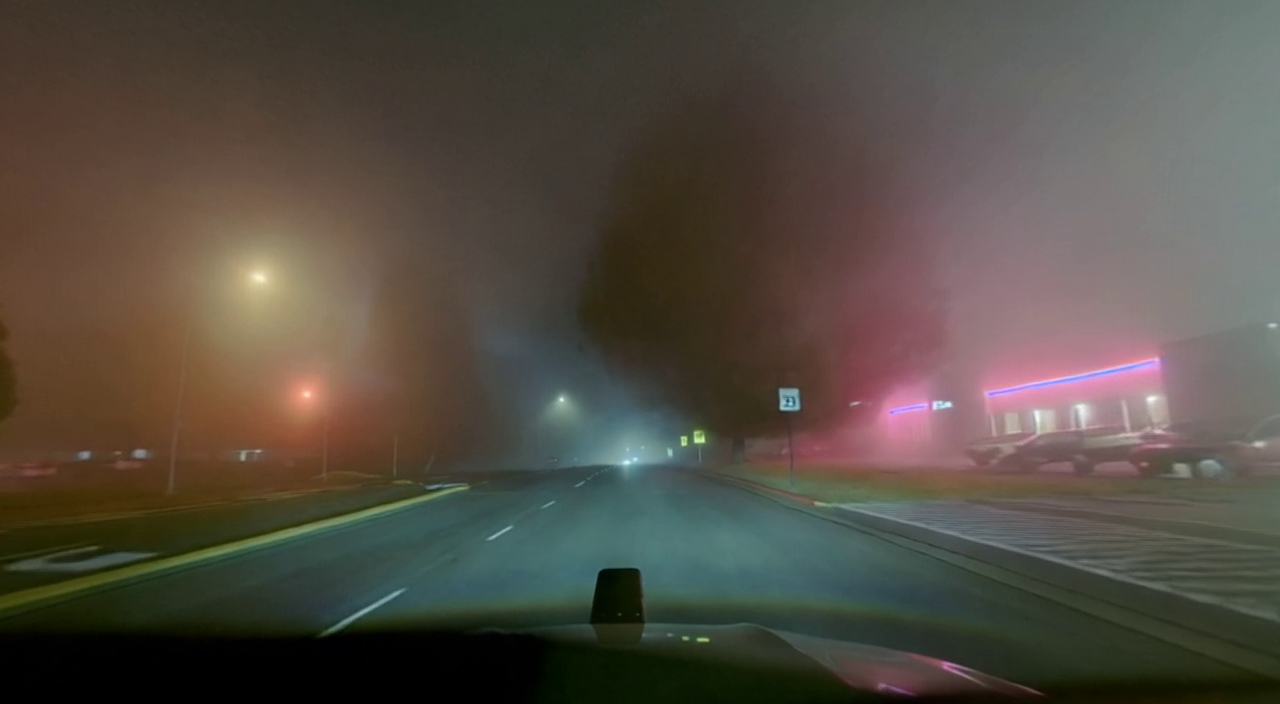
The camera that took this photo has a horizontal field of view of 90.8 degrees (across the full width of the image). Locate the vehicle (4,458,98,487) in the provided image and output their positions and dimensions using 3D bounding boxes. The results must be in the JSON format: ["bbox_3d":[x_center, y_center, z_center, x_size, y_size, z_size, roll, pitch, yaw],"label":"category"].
[{"bbox_3d":[-41.563,8.504,44.737,2.105,1.834,4.518,0,-8,3],"label":"vehicle"}]

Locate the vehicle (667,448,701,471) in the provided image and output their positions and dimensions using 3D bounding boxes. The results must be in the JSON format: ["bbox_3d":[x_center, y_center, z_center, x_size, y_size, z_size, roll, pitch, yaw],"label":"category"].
[{"bbox_3d":[3.108,7.763,45.919,2.080,1.503,4.821,0,-8,-1],"label":"vehicle"}]

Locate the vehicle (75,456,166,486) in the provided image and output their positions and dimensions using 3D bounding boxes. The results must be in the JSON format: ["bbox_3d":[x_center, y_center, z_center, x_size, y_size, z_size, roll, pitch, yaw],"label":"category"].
[{"bbox_3d":[-36.046,8.246,44.047,2.007,1.822,4.919,0,-8,2],"label":"vehicle"}]
